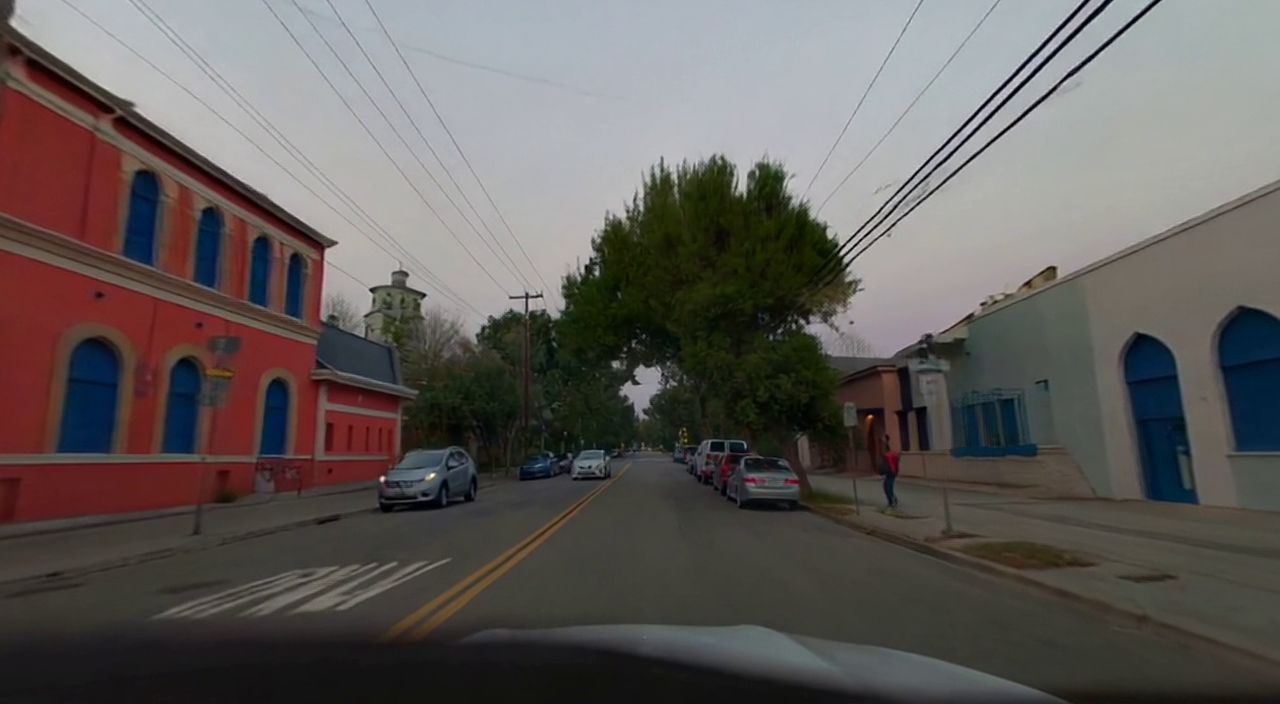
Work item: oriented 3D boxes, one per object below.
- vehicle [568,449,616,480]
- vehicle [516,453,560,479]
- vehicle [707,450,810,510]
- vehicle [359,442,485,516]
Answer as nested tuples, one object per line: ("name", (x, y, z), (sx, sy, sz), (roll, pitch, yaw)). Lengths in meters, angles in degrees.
("vehicle", (-2.490, 5.977, 33.869), (2.036, 1.515, 4.437), (0, -9, 2))
("vehicle", (-6.123, 6.894, 38.425), (1.844, 1.486, 4.474), (0, -9, 2))
("vehicle", (3.169, 3.517, 17.889), (1.966, 1.471, 4.552), (0, -9, -1))
("vehicle", (-6.279, 3.644, 18.791), (2.140, 1.746, 4.385), (-4, -8, 1))
